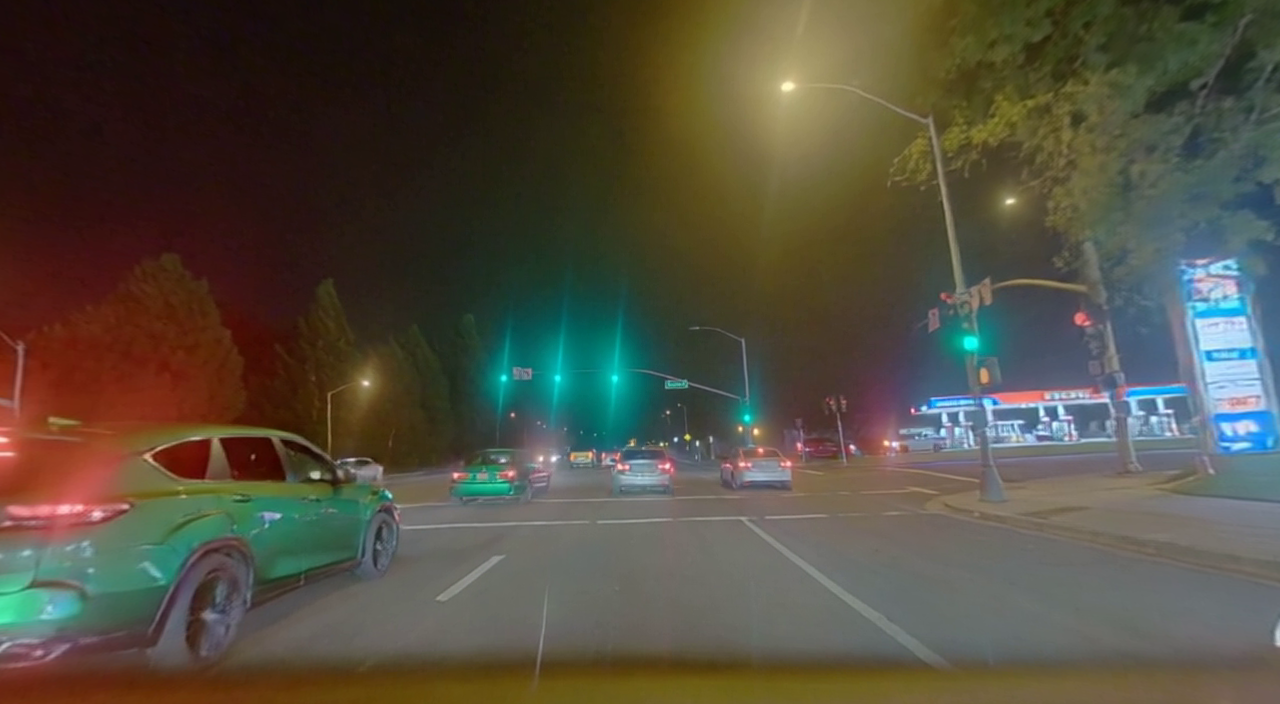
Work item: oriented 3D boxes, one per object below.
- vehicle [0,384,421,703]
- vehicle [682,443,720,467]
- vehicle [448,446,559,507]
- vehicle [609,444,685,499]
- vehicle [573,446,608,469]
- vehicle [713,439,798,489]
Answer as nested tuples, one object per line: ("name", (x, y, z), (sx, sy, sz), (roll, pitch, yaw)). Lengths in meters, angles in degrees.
("vehicle", (-3.757, 1.352, 5.404), (2.023, 1.687, 4.874), (0, -8, 0))
("vehicle", (3.993, 6.788, 41.949), (1.942, 1.482, 4.623), (0, -8, -1))
("vehicle", (-3.648, 3.405, 17.787), (1.995, 1.436, 4.500), (-1, -8, 2))
("vehicle", (0.192, 3.459, 18.682), (1.994, 1.433, 3.894), (0, -8, 0))
("vehicle", (-3.409, 7.340, 43.964), (1.896, 1.501, 4.390), (-1, -8, 3))
("vehicle", (3.720, 3.689, 21.150), (1.920, 1.479, 4.548), (0, -8, -1))
